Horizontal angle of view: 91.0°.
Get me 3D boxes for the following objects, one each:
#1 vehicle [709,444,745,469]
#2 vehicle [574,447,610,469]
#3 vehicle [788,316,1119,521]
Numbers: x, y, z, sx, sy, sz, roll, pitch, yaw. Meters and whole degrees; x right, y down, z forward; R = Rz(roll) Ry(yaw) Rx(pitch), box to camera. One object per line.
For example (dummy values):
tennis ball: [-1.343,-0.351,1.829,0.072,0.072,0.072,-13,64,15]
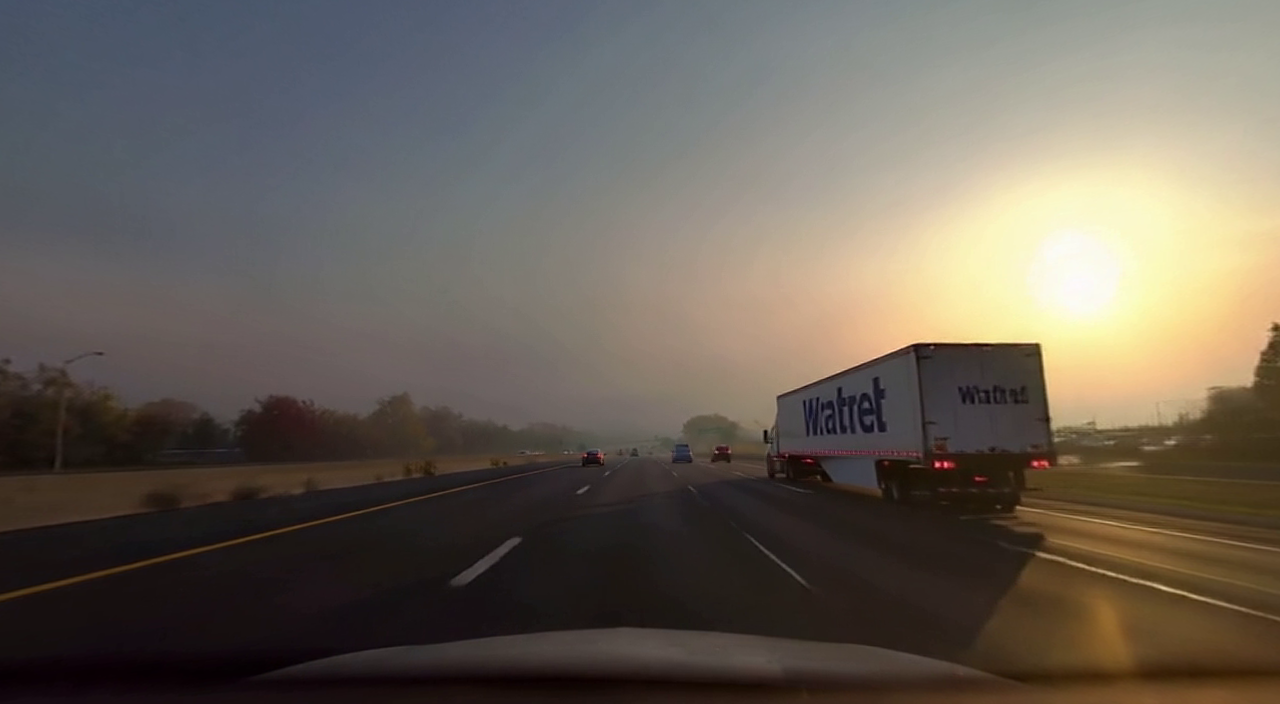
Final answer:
vehicle: [6.411,7.738,46.896,2.188,1.727,4.381,0,-9,2]
vehicle: [-3.369,7.589,45.251,2.164,1.507,4.748,0,-9,1]
vehicle: [8.109,2.474,20.505,2.912,4.143,15.538,0,-9,0]
